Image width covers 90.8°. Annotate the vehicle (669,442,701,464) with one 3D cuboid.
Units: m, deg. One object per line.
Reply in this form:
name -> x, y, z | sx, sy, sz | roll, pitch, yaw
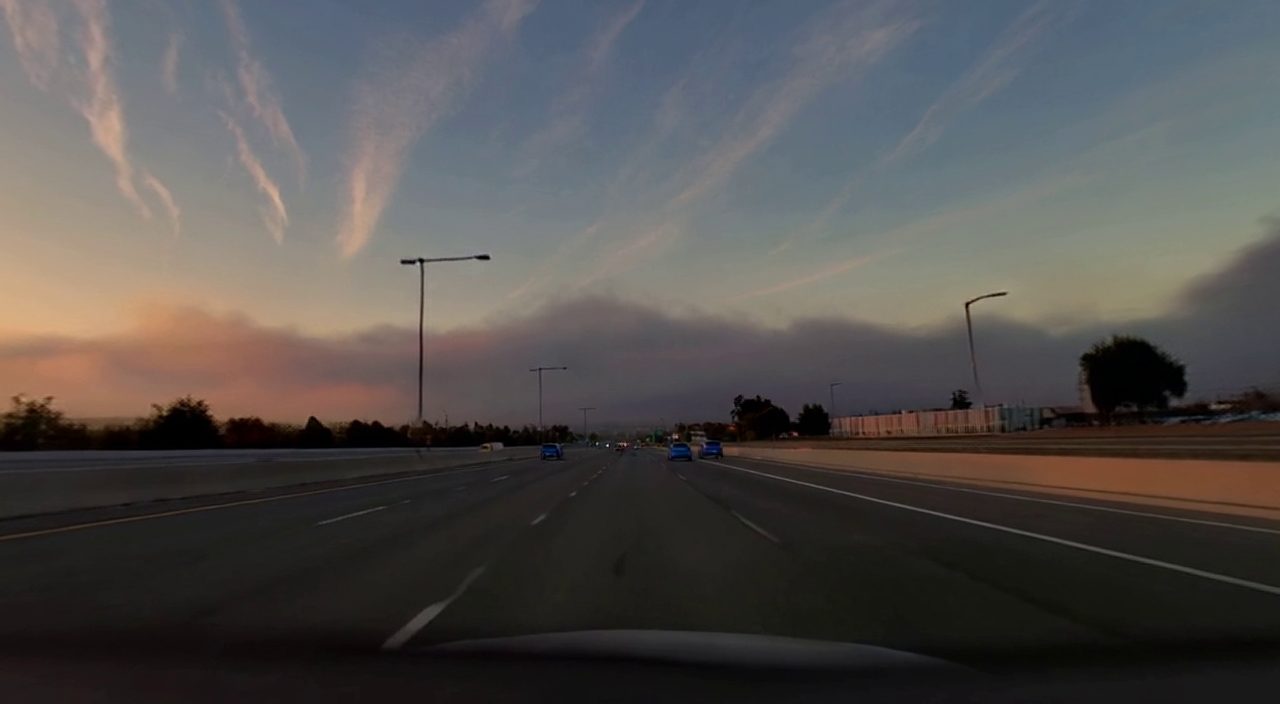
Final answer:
vehicle -> 3.223, 7.366, 46.067 | 2.000, 1.533, 3.770 | 0, -8, -1
